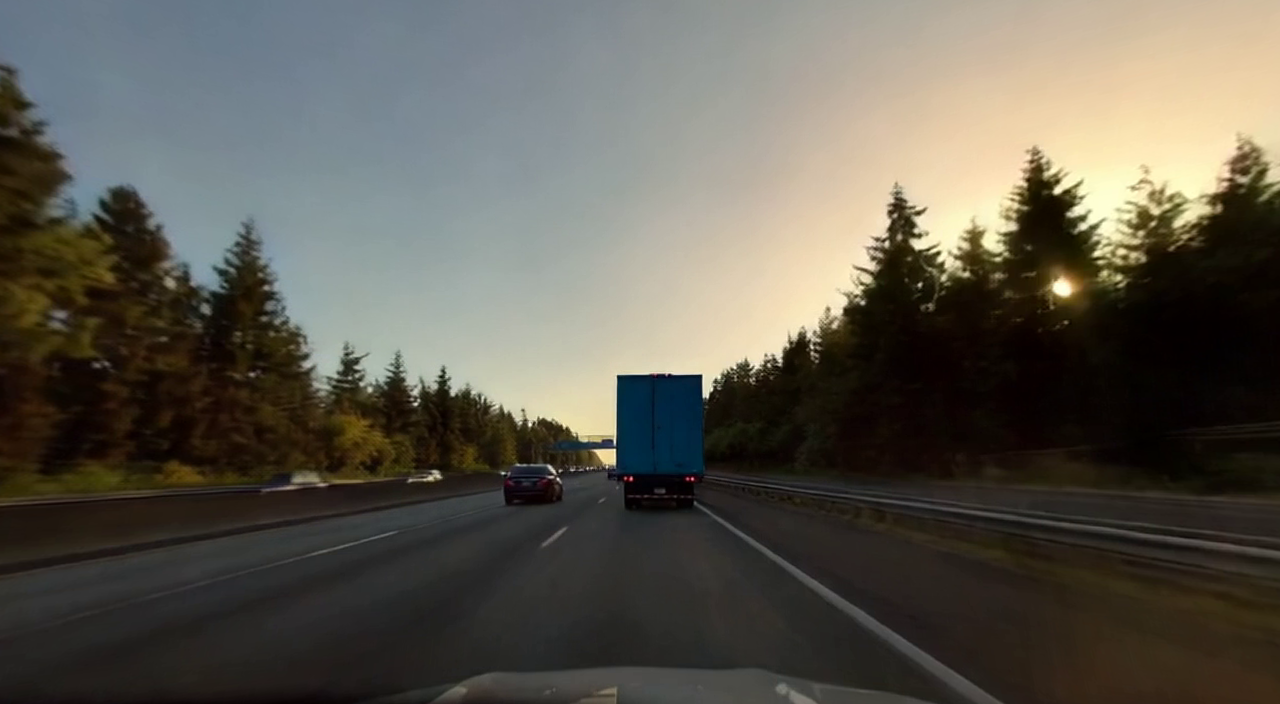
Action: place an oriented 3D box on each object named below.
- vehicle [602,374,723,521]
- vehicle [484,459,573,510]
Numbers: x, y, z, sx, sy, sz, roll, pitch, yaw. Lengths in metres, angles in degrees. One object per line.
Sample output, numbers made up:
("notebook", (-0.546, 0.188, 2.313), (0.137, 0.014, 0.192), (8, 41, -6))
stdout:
("vehicle", (0.592, 3.258, 20.688), (3.008, 3.678, 9.512), (1, -10, 0))
("vehicle", (-3.627, 4.442, 21.447), (2.079, 1.506, 4.821), (0, -10, 1))
